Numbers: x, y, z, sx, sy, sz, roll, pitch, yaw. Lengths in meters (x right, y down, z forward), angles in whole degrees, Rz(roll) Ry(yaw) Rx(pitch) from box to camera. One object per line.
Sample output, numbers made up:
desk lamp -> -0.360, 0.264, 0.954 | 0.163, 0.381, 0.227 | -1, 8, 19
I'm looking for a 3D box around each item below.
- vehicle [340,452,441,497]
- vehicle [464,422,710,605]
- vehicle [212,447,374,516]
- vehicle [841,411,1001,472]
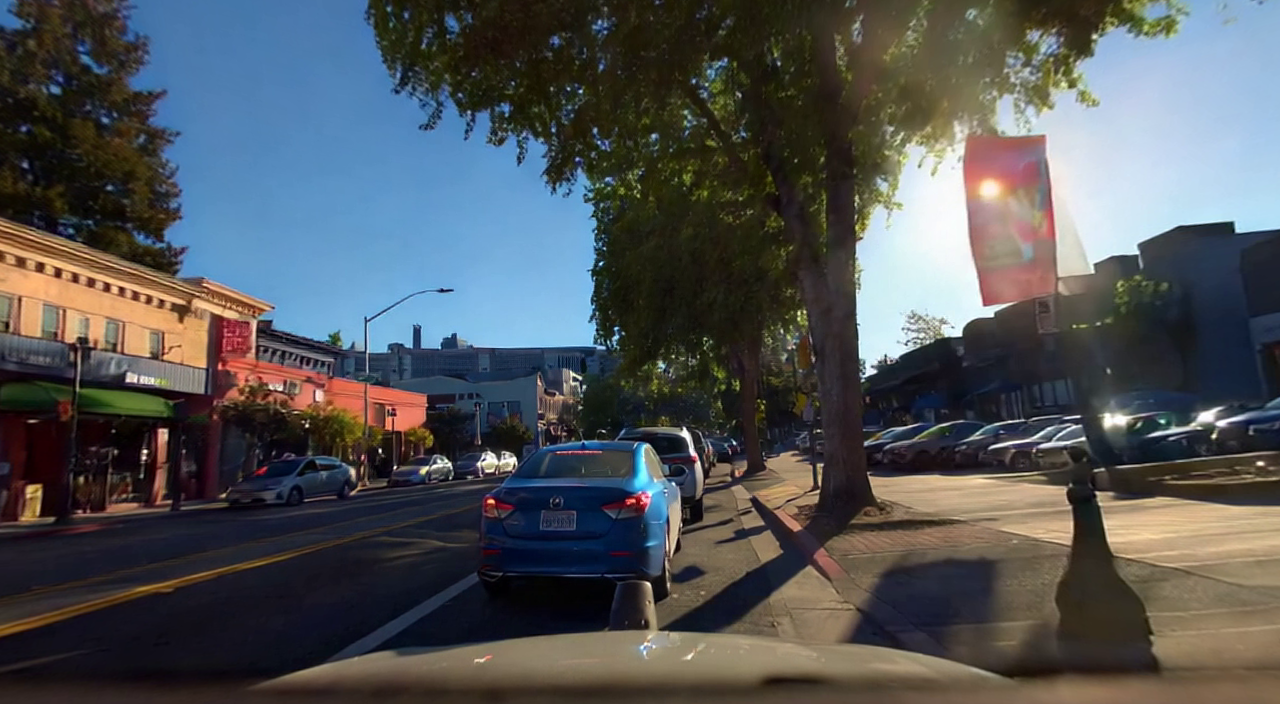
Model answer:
vehicle -> -10.261, 5.032, 26.280 | 1.826, 1.432, 4.556 | -7, -9, 8
vehicle -> -0.264, 1.632, 7.300 | 1.939, 1.478, 3.922 | -1, -8, 9
vehicle -> -11.009, 4.068, 20.589 | 2.081, 1.718, 5.342 | -6, -9, 3
vehicle -> 9.011, 2.829, 20.220 | 4.558, 1.528, 1.915 | -1, -8, -23
